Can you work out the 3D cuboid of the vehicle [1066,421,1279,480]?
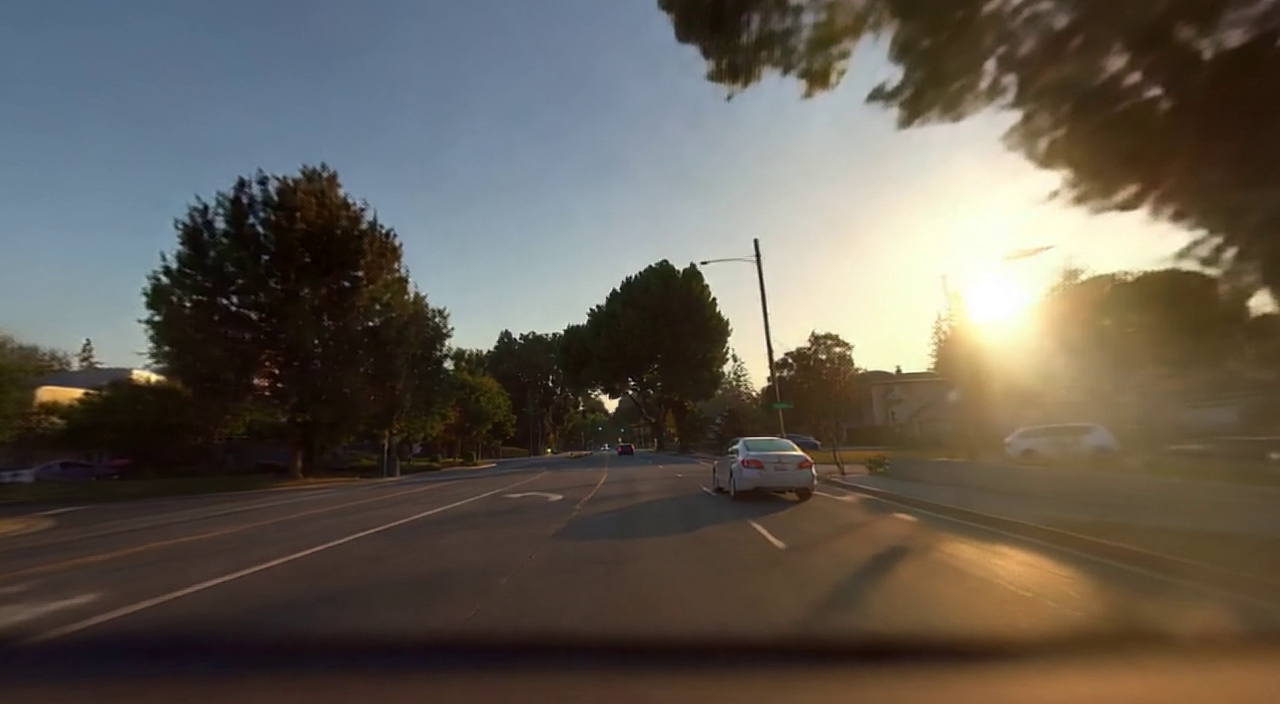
[{"bbox_3d":[13.993,2.547,16.351,4.344,1.387,2.053,-1,-8,1],"label":"vehicle"}]

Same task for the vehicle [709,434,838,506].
[{"bbox_3d":[3.043,2.796,15.438,2.134,1.476,4.327,0,-8,-1],"label":"vehicle"}]

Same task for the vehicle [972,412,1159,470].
[{"bbox_3d":[14.342,3.038,21.479,4.788,1.815,2.114,0,-8,-1],"label":"vehicle"}]
